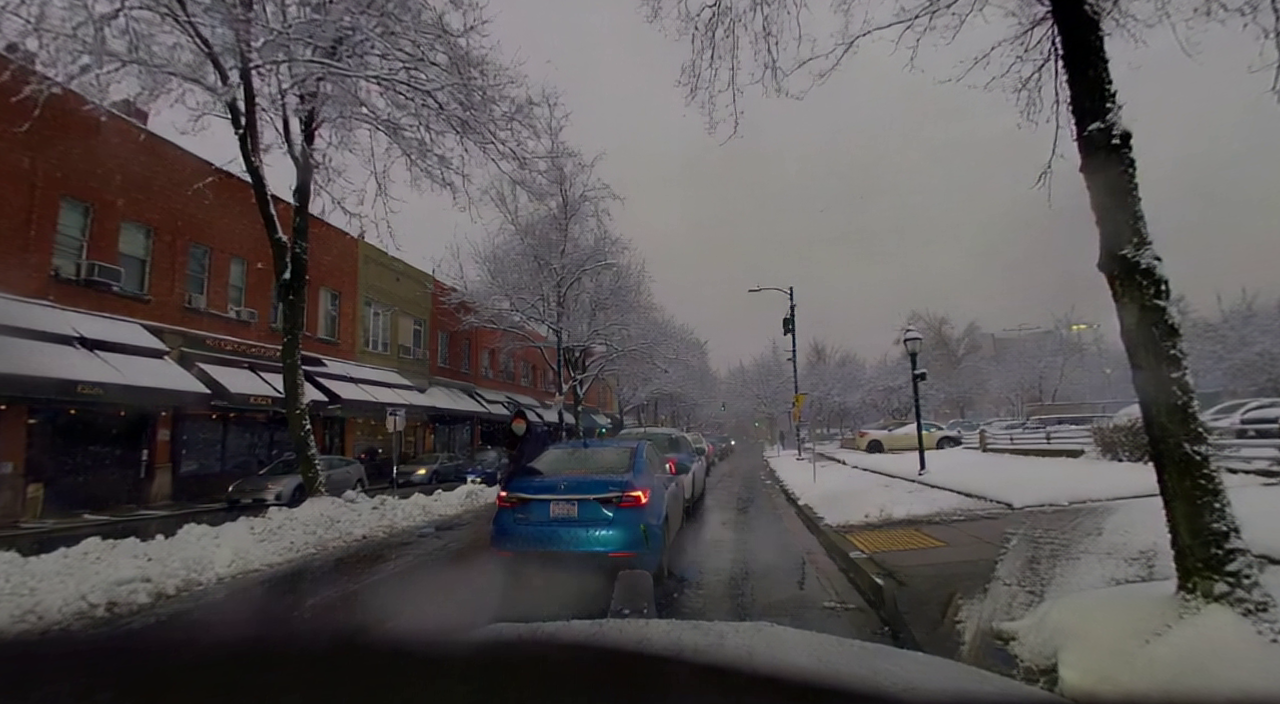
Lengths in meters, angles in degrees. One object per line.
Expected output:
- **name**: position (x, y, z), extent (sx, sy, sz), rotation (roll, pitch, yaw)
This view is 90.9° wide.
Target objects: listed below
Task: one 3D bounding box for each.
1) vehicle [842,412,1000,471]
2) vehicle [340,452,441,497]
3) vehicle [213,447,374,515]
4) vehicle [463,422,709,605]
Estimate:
- **vehicle**: position (9.013, 2.828, 20.230), extent (4.558, 1.528, 1.915), rotation (0, -8, -23)
- **vehicle**: position (-10.259, 5.032, 26.284), extent (1.826, 1.432, 4.556), rotation (-7, -9, 8)
- **vehicle**: position (-11.007, 4.068, 20.593), extent (2.081, 1.718, 5.342), rotation (-6, -9, 3)
- **vehicle**: position (-0.271, 1.634, 7.301), extent (1.939, 1.478, 3.922), rotation (-1, -8, 9)
